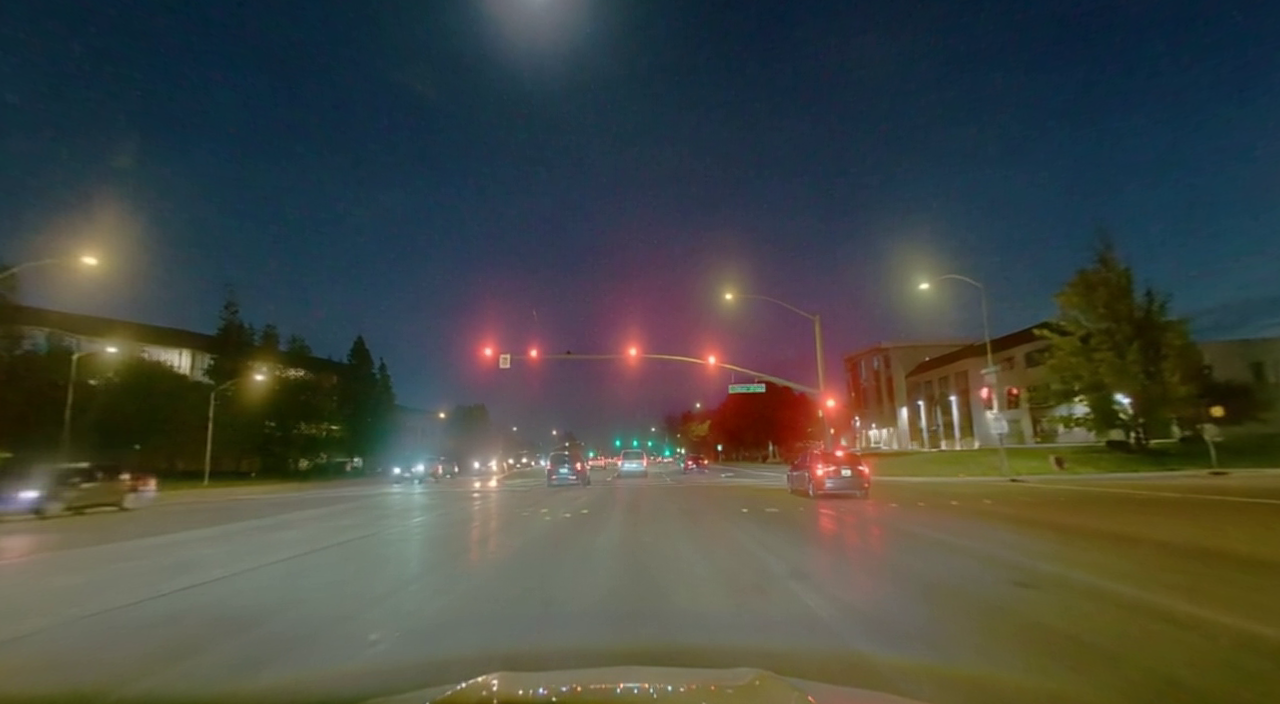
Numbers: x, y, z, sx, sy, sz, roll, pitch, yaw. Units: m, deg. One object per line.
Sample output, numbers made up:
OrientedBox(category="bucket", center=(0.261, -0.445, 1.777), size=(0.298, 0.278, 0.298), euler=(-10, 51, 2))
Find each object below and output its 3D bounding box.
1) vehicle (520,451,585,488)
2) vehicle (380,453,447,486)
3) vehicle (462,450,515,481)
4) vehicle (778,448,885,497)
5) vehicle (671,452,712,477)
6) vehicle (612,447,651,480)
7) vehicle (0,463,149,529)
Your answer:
OrientedBox(category="vehicle", center=(-3.737, 5.115, 27.818), size=(2.163, 1.474, 4.413), euler=(0, -9, 1))
OrientedBox(category="vehicle", center=(-12.194, 6.336, 34.309), size=(1.975, 1.450, 4.561), euler=(-5, -9, -1))
OrientedBox(category="vehicle", center=(-8.993, 6.709, 37.735), size=(1.929, 1.492, 4.430), euler=(-5, -8, 1))
OrientedBox(category="vehicle", center=(6.201, 3.941, 21.112), size=(2.028, 1.451, 4.625), euler=(0, -9, -2))
OrientedBox(category="vehicle", center=(3.048, 6.825, 38.477), size=(2.014, 1.430, 4.103), euler=(0, -9, -2))
OrientedBox(category="vehicle", center=(-0.432, 6.185, 35.301), size=(2.008, 1.716, 4.125), euler=(0, -9, 0))
OrientedBox(category="vehicle", center=(-15.836, 3.760, 16.962), size=(1.893, 1.429, 4.188), euler=(0, -9, 1))
